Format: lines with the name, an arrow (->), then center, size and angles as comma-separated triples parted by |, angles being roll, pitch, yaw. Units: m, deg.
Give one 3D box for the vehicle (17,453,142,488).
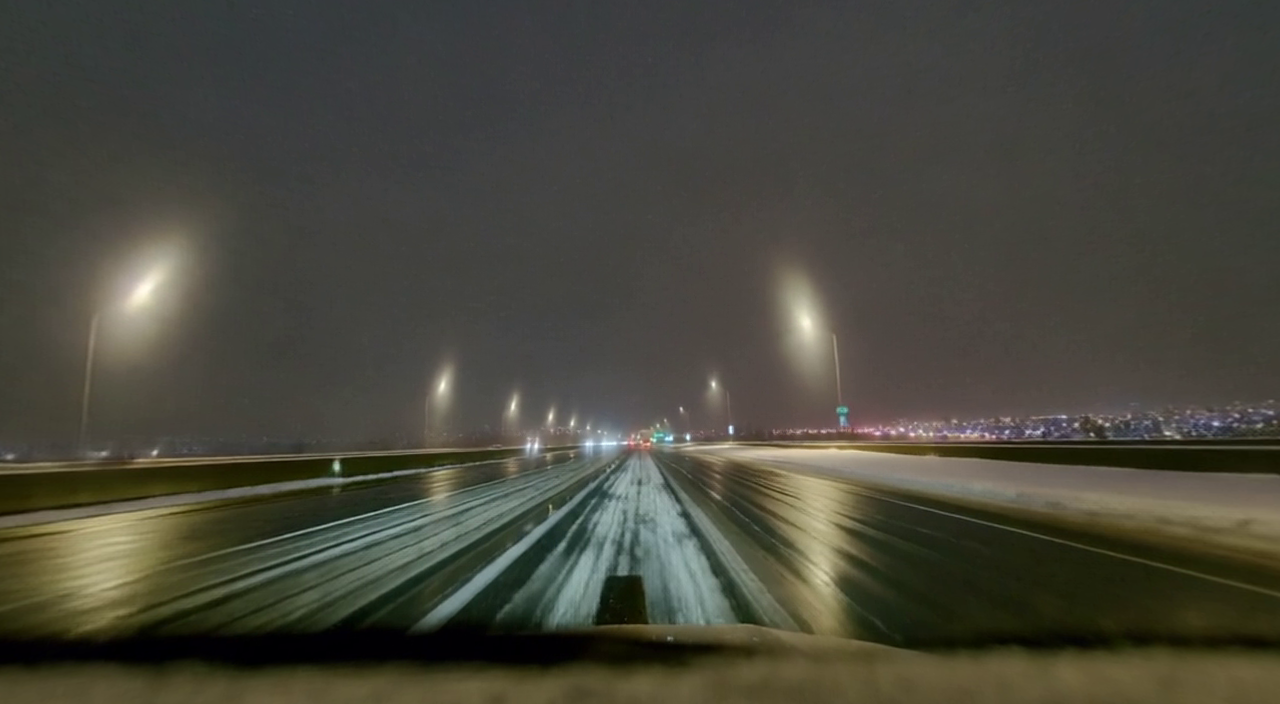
vehicle -> -26.874, 5.677, 30.495 | 1.902, 1.459, 4.495 | 0, -8, 0
